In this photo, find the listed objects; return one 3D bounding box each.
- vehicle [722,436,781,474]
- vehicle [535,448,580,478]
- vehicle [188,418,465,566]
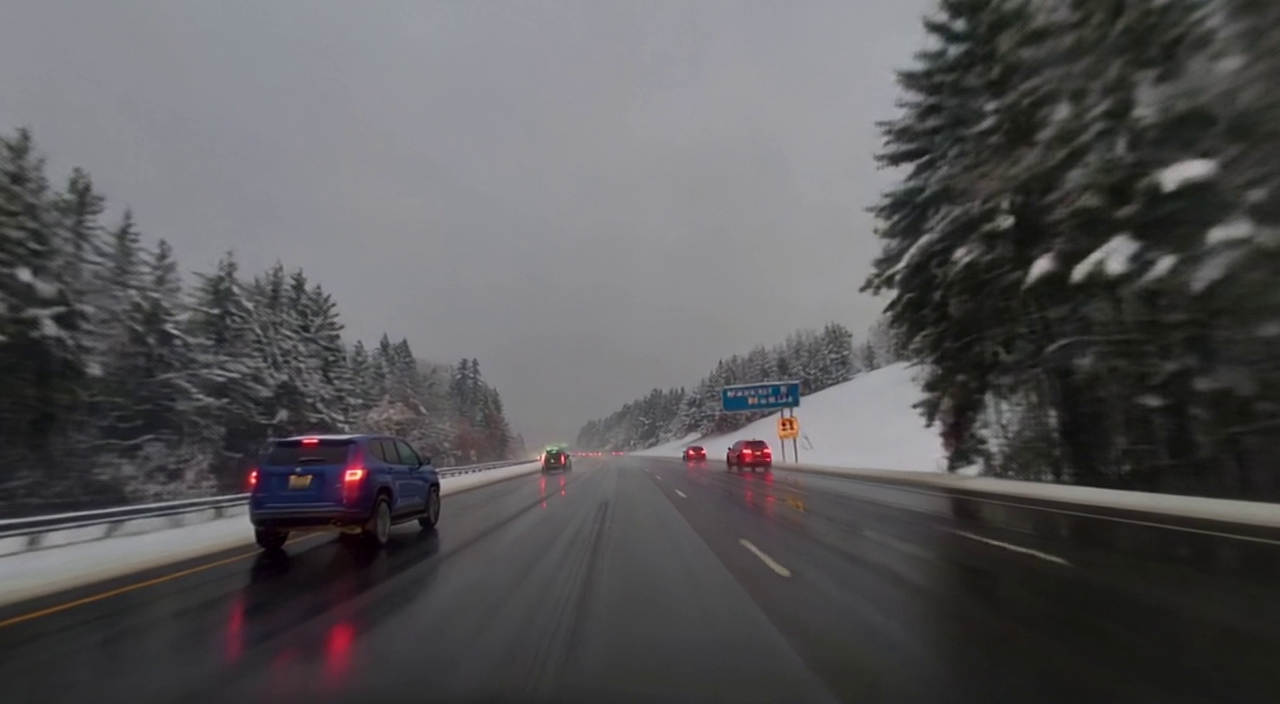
[{"bbox_3d":[6.522,6.101,37.583,2.378,2.096,5.119,0,-9,-2],"label":"vehicle"},{"bbox_3d":[-4.450,6.067,34.654,2.009,1.488,4.289,0,-9,-1],"label":"vehicle"},{"bbox_3d":[-4.342,2.007,9.725,2.079,1.745,4.281,0,-9,-1],"label":"vehicle"}]
